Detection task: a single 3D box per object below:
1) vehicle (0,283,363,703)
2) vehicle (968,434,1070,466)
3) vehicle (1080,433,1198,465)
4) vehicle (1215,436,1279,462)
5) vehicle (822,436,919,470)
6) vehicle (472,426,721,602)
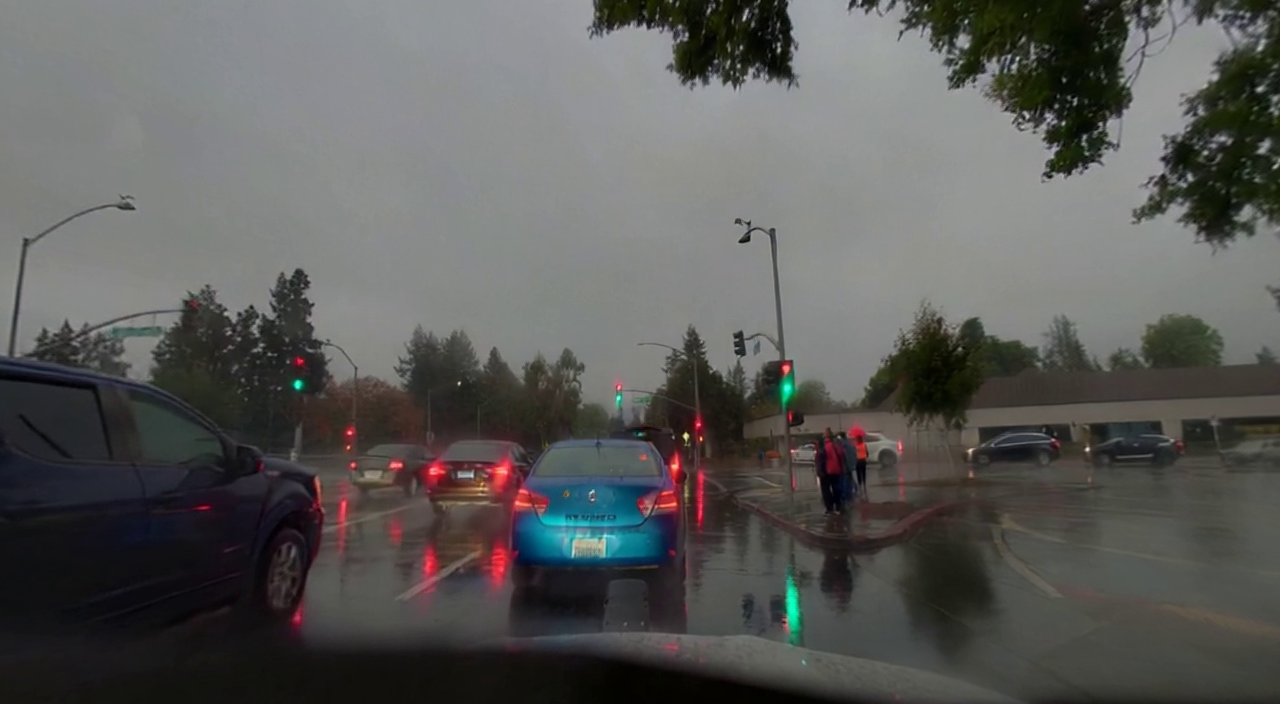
[{"bbox_3d":[-3.676,0.802,3.139,2.202,1.961,4.980,0,-9,1],"label":"vehicle"},{"bbox_3d":[21.946,5.700,36.670,4.529,1.786,2.110,0,-9,2],"label":"vehicle"},{"bbox_3d":[28.951,5.623,36.667,4.967,1.794,2.044,0,-9,2],"label":"vehicle"},{"bbox_3d":[36.261,5.548,36.108,4.643,1.464,1.840,-1,-9,3],"label":"vehicle"},{"bbox_3d":[12.215,5.388,33.577,4.394,1.724,1.886,0,-9,1],"label":"vehicle"},{"bbox_3d":[-0.374,1.740,7.732,2.144,1.497,4.446,0,-9,0],"label":"vehicle"}]
